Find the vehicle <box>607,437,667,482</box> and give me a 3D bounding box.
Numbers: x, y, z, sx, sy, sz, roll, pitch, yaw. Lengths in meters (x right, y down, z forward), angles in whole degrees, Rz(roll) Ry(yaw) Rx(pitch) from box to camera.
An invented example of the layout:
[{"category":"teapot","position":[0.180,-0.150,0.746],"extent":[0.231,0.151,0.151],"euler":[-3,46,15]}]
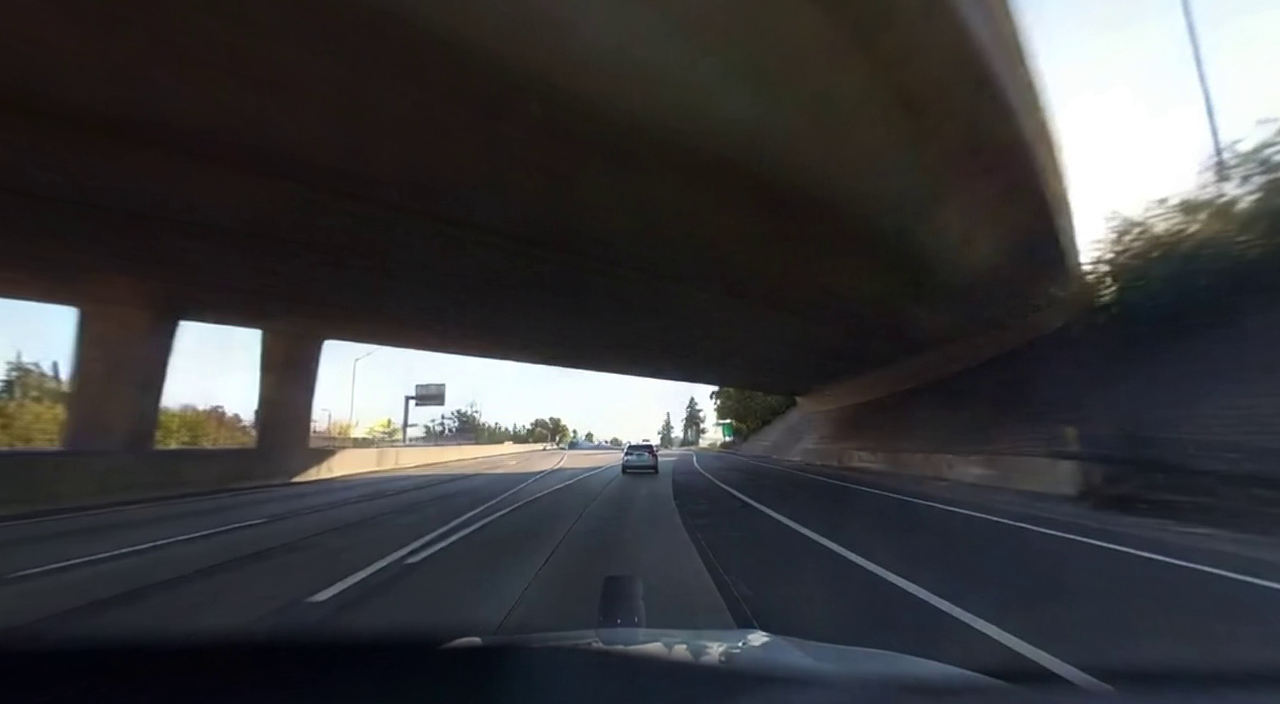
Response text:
[{"category":"vehicle","position":[-0.027,3.974,23.410],"extent":[2.055,1.509,4.255],"euler":[-1,-8,2]}]
